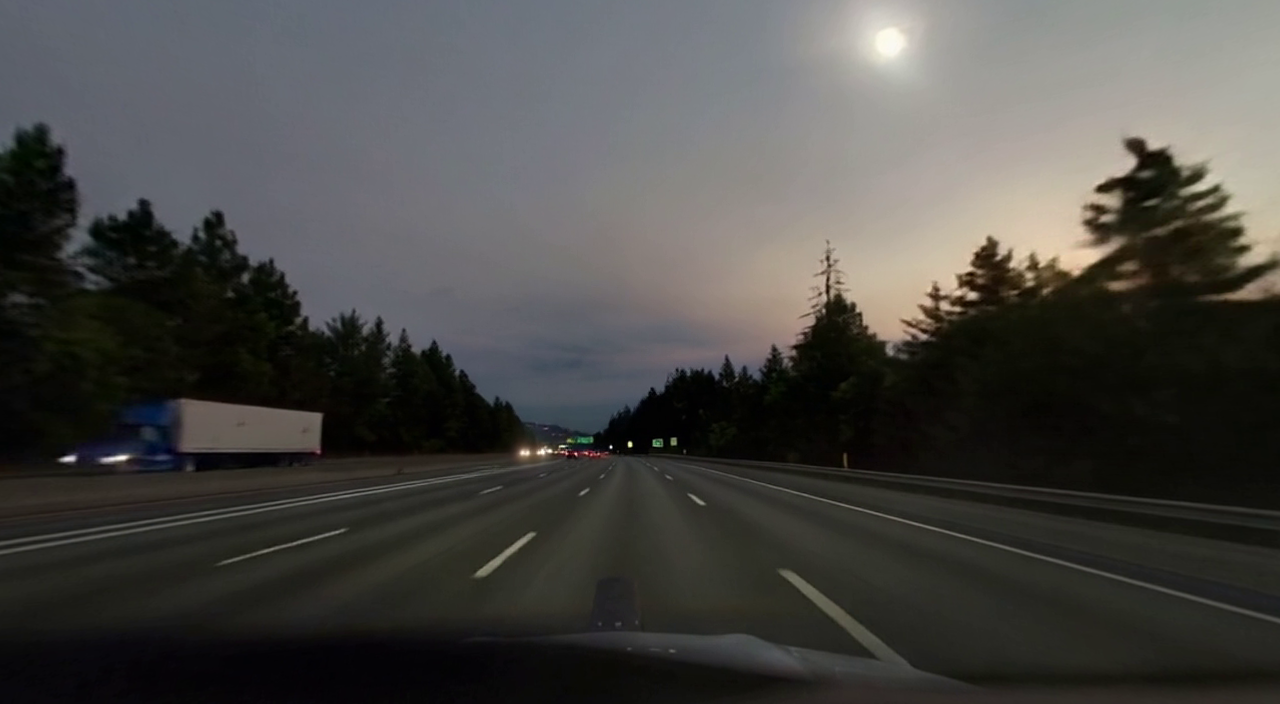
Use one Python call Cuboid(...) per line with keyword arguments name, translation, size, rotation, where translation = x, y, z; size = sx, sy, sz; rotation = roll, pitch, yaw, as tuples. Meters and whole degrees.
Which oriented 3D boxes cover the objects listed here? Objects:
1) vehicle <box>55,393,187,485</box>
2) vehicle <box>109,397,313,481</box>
Cuboid(name="vehicle", translation=(-26.075, 4.401, 31.947), size=(3.420, 4.386, 3.412), rotation=(0, -9, -1))
Cuboid(name="vehicle", translation=(-26.270, 5.694, 40.406), size=(3.306, 4.413, 14.361), rotation=(0, -9, -2))
